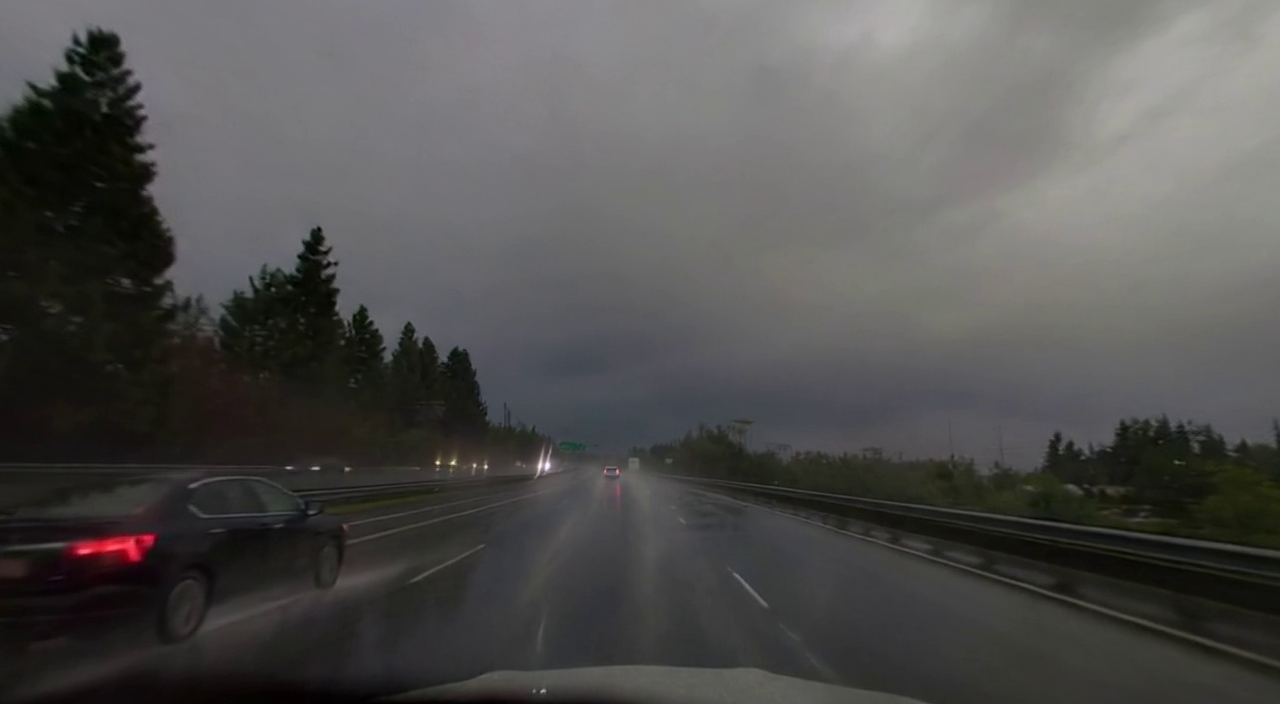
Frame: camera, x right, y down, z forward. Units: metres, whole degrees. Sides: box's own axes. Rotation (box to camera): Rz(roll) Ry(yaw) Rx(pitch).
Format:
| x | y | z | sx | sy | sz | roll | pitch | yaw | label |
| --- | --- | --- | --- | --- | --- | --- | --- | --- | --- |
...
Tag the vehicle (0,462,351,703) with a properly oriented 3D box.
| x | y | z | sx | sy | sz | roll | pitch | yaw | label |
| --- | --- | --- | --- | --- | --- | --- | --- | --- | --- |
| -4.500 | 1.620 | 4.893 | 2.131 | 1.485 | 4.858 | 1 | -11 | 1 | vehicle |
